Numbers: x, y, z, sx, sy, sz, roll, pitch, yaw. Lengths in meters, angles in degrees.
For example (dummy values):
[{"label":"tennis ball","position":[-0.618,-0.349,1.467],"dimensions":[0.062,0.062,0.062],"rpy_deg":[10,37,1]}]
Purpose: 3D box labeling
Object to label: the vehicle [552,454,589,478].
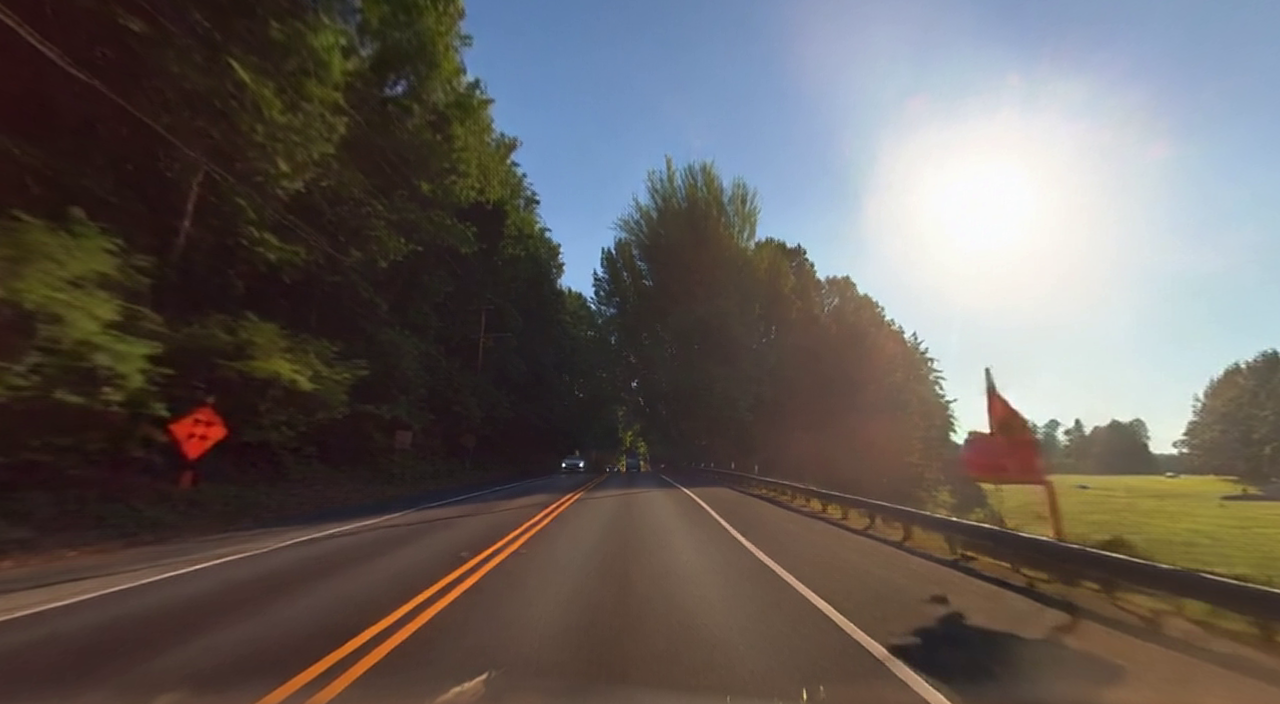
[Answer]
[{"label":"vehicle","position":[-4.858,8.013,44.758],"dimensions":[2.080,1.512,4.450],"rpy_deg":[-1,-8,0]}]
